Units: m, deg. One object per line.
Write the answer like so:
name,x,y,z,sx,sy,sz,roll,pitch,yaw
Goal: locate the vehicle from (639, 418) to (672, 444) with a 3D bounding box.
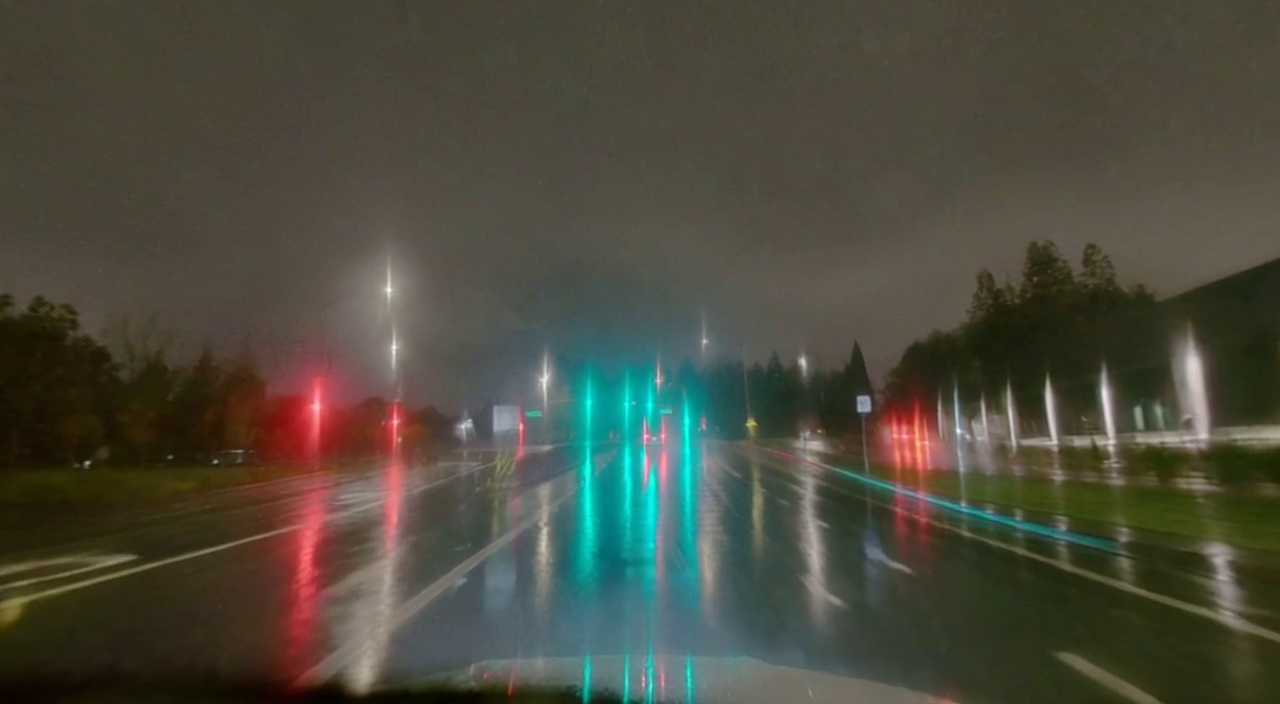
vehicle,1.157,6.217,49.258,2.371,1.926,5.099,0,-8,0
